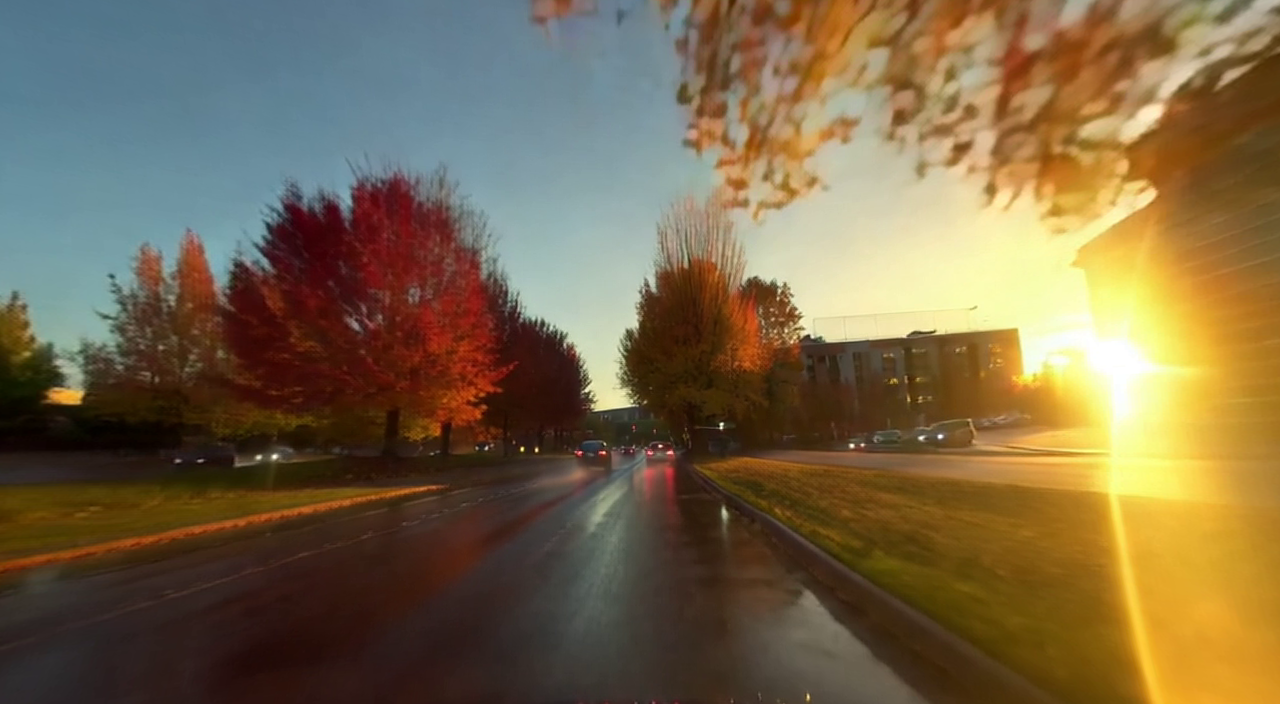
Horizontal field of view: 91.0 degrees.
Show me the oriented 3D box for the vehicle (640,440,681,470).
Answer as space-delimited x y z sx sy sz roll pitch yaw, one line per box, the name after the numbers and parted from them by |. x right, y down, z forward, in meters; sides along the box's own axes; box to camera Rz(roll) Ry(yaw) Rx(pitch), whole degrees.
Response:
1.089 5.412 33.331 2.040 1.493 3.682 0 -8 1 | vehicle

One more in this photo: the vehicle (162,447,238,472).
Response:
-33.202 8.072 47.679 1.982 1.759 4.837 -1 -8 3 | vehicle

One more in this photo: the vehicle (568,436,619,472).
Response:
-2.313 5.215 32.282 2.197 1.709 4.069 0 -8 1 | vehicle
